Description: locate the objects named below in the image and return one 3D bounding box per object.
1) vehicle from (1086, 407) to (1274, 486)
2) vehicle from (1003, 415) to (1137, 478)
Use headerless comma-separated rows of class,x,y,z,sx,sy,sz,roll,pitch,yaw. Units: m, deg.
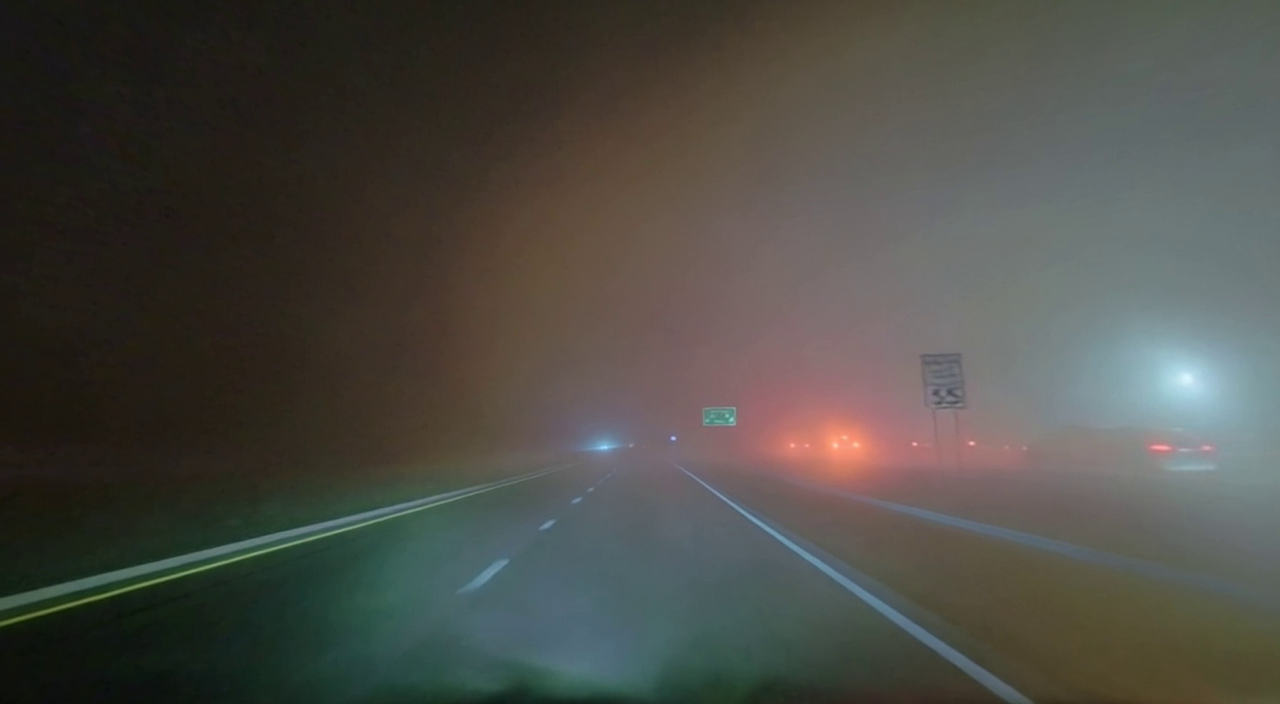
vehicle,27.550,4.923,32.830,2.898,3.543,7.437,-1,-9,-1
vehicle,27.553,6.146,41.023,3.002,3.604,7.524,-1,-9,-2
